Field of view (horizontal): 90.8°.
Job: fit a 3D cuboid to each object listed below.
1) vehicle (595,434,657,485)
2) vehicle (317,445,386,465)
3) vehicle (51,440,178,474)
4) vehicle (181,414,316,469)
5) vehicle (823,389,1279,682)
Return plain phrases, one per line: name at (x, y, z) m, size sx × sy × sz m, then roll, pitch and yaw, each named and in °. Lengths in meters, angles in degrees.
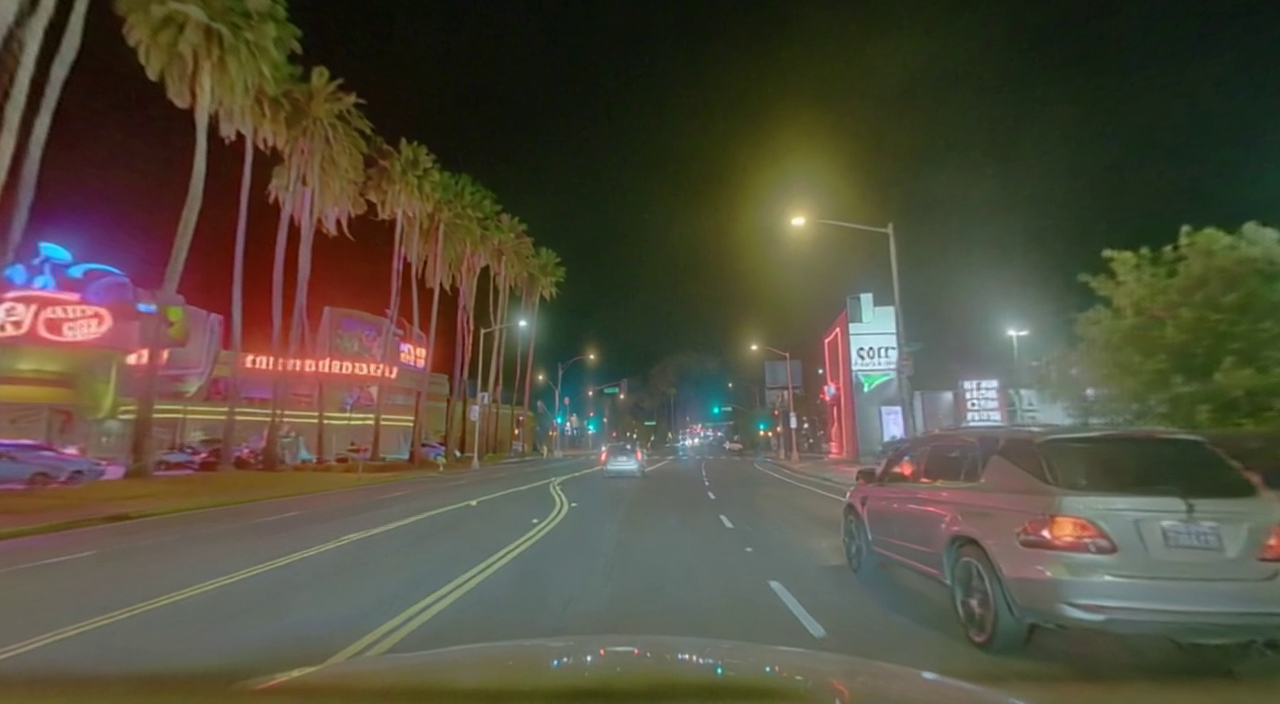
vehicle at (-0.463, 3.903, 23.251) m, size 2.063 × 1.664 × 4.471 m, roll 0°, pitch -9°, yaw 0°
vehicle at (-22.190, 7.948, 48.847) m, size 1.800 × 1.462 × 4.752 m, roll -4°, pitch -9°, yaw 25°
vehicle at (-29.200, 5.815, 35.326) m, size 1.863 × 1.733 × 4.974 m, roll -5°, pitch -10°, yaw 27°
vehicle at (-20.873, 4.867, 34.093) m, size 2.198 × 2.684 × 5.751 m, roll -4°, pitch -10°, yaw 25°
vehicle at (3.315, 1.366, 5.841) m, size 1.983 × 1.654 × 4.354 m, roll 0°, pitch -9°, yaw 1°
